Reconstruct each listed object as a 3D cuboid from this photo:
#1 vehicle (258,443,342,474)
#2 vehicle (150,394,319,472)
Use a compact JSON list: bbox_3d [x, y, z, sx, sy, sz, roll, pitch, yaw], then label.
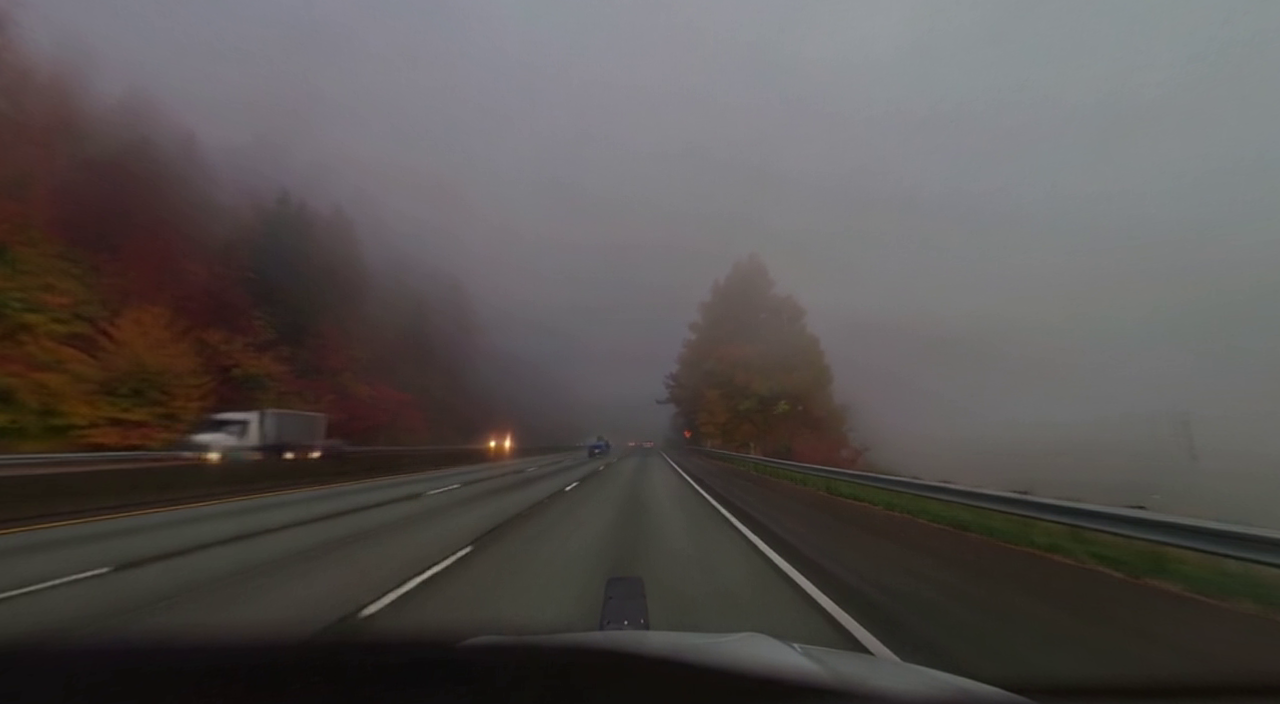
[{"bbox_3d":[-18.240,5.708,34.000,1.878,1.520,4.582,0,-8,2],"label":"vehicle"},{"bbox_3d":[-23.021,4.786,36.741,2.976,3.894,9.880,0,-8,1],"label":"vehicle"}]
